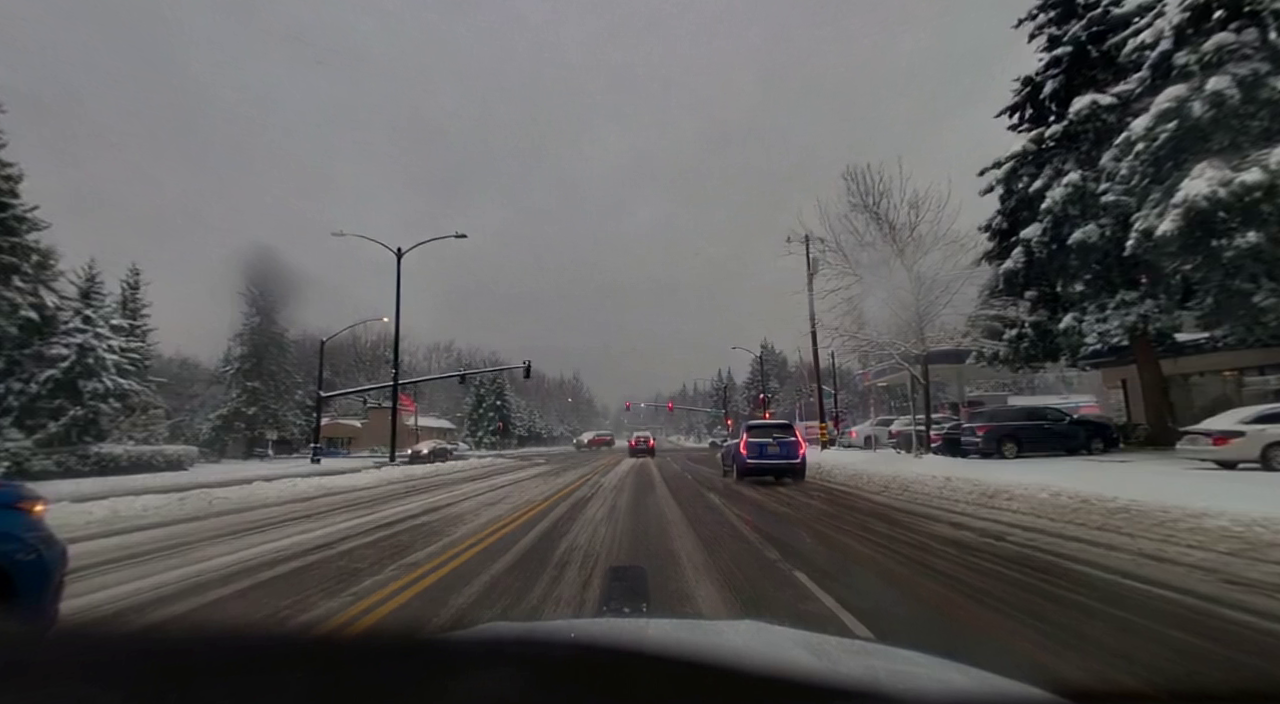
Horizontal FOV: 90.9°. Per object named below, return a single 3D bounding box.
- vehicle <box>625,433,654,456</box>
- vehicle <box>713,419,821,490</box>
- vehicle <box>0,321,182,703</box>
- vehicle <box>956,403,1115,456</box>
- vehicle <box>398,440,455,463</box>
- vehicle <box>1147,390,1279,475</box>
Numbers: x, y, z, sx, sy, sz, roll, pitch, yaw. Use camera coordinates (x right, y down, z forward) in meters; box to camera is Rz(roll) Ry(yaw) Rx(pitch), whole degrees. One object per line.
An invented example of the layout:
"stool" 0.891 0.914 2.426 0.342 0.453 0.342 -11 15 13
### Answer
"vehicle" 0.003 7.099 48.263 2.067 1.702 3.987 0 -8 1
"vehicle" 3.448 2.889 18.030 2.083 1.779 4.347 0 -8 -1
"vehicle" -3.767 0.585 1.360 2.047 1.810 4.589 0 -8 0
"vehicle" 15.783 3.129 25.376 4.864 2.023 2.132 0 -8 1
"vehicle" -16.442 7.689 48.792 1.883 1.623 4.588 -3 -9 16
"vehicle" 15.677 1.906 14.806 5.717 1.809 2.161 0 -8 -3
